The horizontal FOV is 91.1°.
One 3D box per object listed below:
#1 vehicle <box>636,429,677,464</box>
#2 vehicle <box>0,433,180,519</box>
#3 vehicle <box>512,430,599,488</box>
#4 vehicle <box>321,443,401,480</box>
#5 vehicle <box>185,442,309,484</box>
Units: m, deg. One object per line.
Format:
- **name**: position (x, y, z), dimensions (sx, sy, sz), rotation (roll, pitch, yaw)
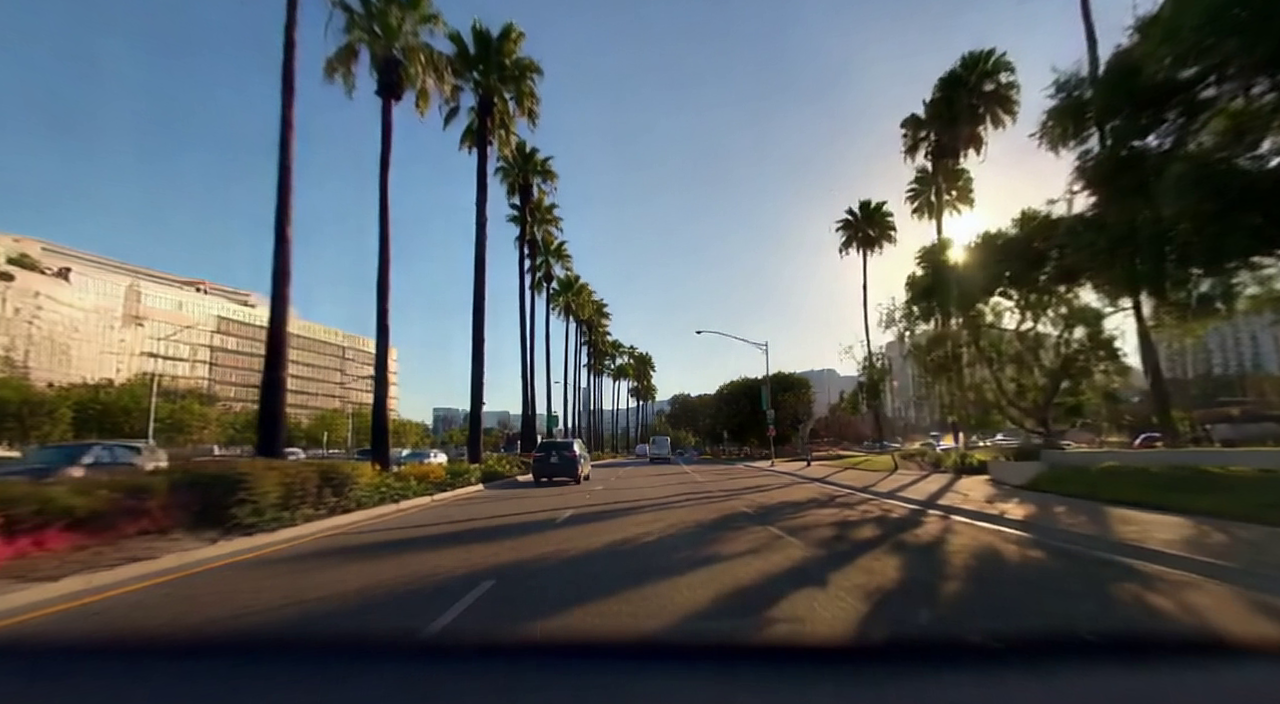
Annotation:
- **vehicle**: position (1.368, 7.351, 48.672), dimensions (2.758, 2.550, 4.206), rotation (0, -9, 7)
- **vehicle**: position (-15.654, 3.128, 16.418), dimensions (2.557, 1.912, 5.960), rotation (0, -8, 2)
- **vehicle**: position (-2.857, 3.745, 22.337), dimensions (2.188, 1.819, 4.667), rotation (0, -8, 3)
- **vehicle**: position (-15.774, 6.180, 35.800), dimensions (2.142, 1.913, 4.745), rotation (0, -8, 3)
- **vehicle**: position (-20.117, 5.685, 32.616), dimensions (2.425, 1.960, 5.936), rotation (0, -8, 2)
